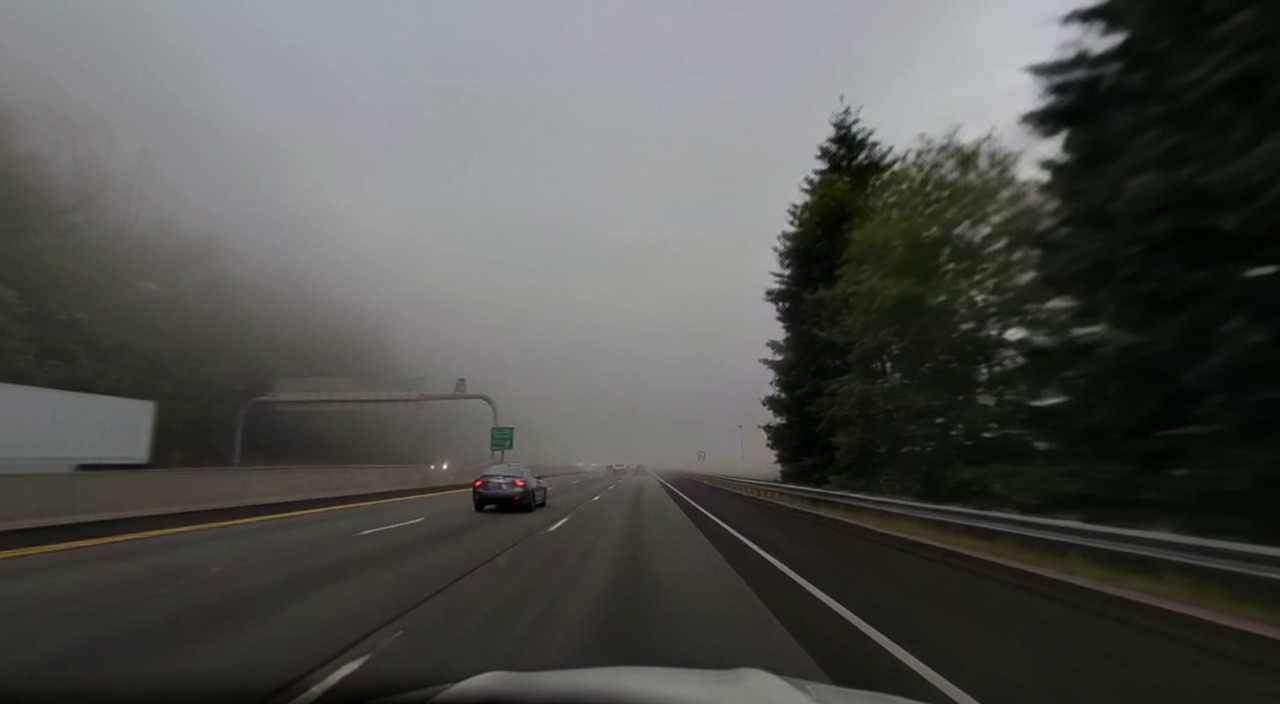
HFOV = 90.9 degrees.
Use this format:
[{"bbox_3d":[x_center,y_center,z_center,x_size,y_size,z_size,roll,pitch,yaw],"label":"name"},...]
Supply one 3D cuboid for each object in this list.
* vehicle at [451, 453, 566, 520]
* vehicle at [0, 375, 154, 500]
[{"bbox_3d":[-3.387,3.611,17.298,2.039,1.505,4.843,1,-10,0],"label":"vehicle"},{"bbox_3d":[-23.103,2.810,20.861,2.840,4.164,13.969,1,-10,0],"label":"vehicle"}]
